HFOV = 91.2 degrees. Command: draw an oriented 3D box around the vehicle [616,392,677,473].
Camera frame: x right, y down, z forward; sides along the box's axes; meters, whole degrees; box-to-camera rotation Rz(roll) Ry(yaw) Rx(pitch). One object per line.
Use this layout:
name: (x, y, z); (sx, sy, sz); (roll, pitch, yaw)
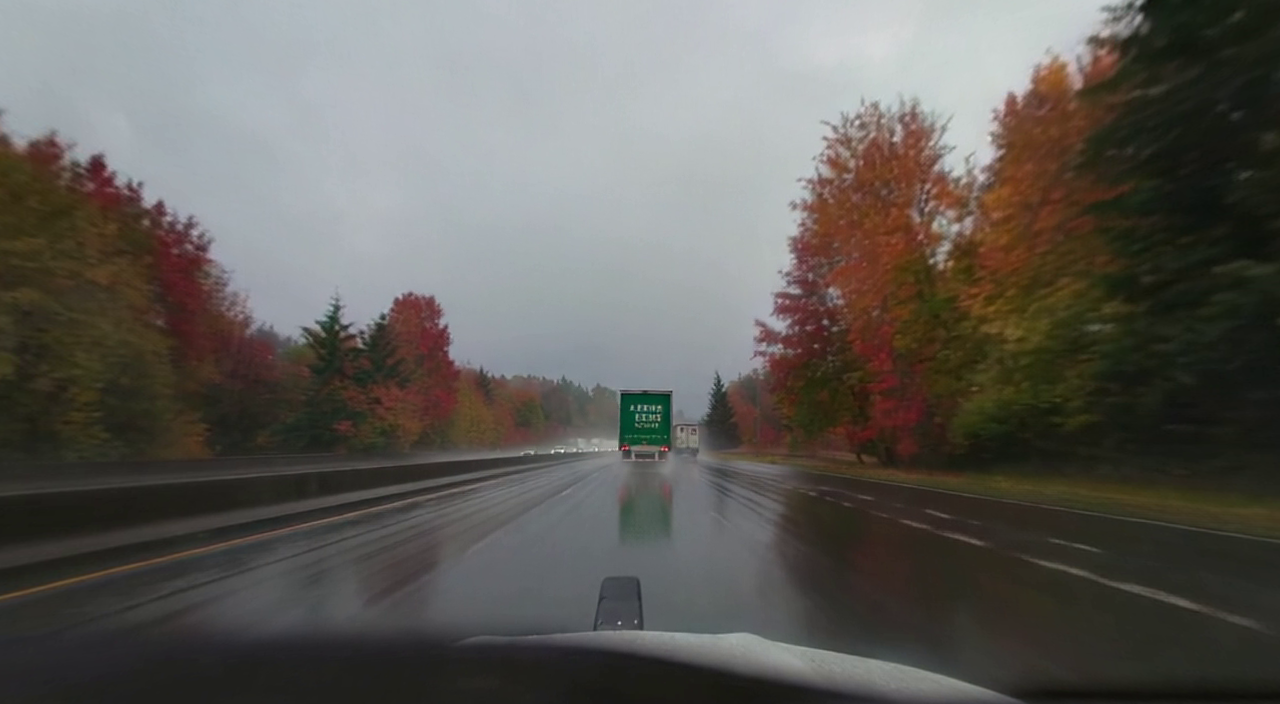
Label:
vehicle: (0.298, 4.881, 37.120); (3.057, 4.073, 10.792); (0, -9, 0)
